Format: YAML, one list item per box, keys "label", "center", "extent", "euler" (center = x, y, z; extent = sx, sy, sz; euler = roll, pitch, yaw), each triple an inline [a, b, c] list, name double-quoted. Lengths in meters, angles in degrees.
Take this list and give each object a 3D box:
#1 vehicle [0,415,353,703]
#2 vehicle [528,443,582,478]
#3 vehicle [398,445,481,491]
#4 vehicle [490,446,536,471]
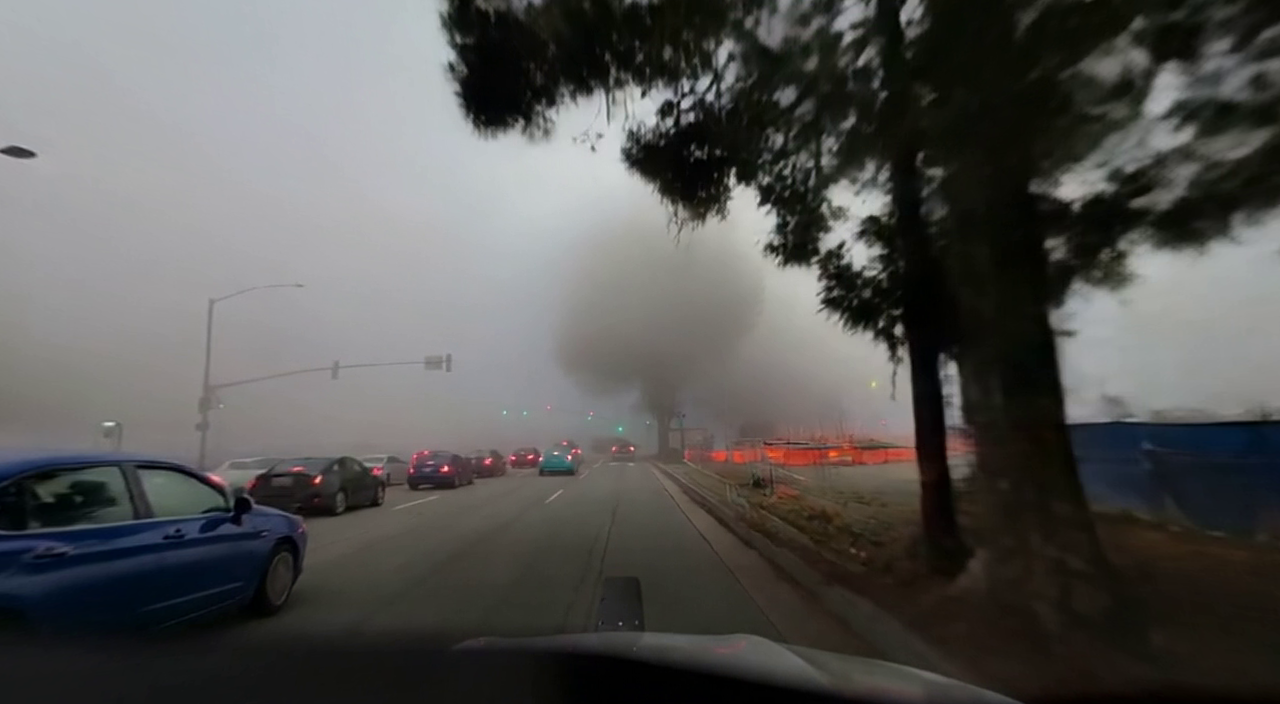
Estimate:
- label: "vehicle"
  center: [-3.924, 1.252, 4.010]
  extent: [2.026, 1.497, 4.577]
  euler: [-2, -9, 1]
- label: "vehicle"
  center: [-3.886, 5.020, 29.412]
  extent: [2.042, 1.441, 4.172]
  euler: [-1, -9, -1]
- label: "vehicle"
  center: [-7.548, 4.384, 24.256]
  extent: [1.900, 1.507, 4.285]
  euler: [-2, -9, -1]
- label: "vehicle"
  center: [-8.100, 6.803, 40.651]
  extent: [1.933, 1.458, 4.544]
  euler: [0, -9, 1]
